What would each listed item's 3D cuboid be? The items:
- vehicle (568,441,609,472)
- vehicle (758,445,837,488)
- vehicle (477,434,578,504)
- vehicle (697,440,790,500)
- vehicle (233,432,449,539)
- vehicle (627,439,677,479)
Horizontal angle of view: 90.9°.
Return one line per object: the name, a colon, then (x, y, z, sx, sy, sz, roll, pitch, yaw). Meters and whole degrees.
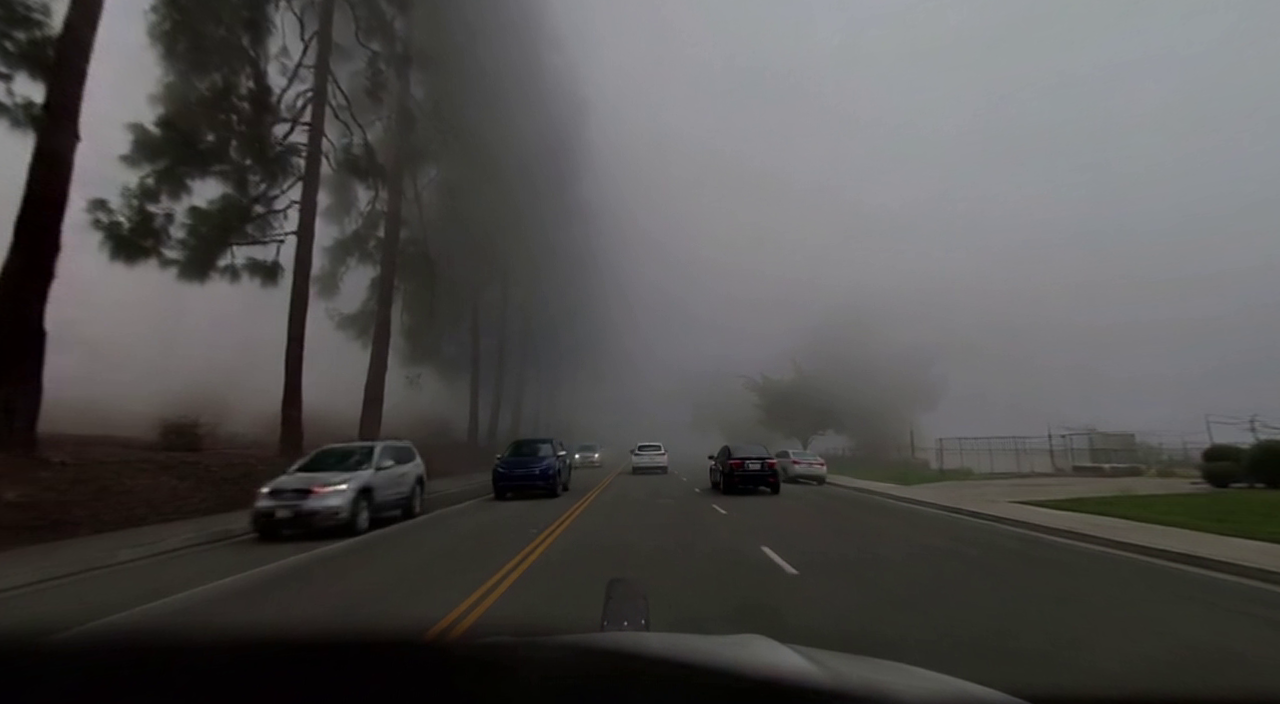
vehicle: (-3.104, 6.365, 38.610, 2.041, 1.788, 4.527, 0, -9, 1)
vehicle: (5.956, 4.364, 24.426, 1.885, 1.467, 4.546, 0, -9, 0)
vehicle: (-3.026, 3.254, 17.958, 2.065, 1.708, 4.311, 0, -9, 0)
vehicle: (2.873, 3.382, 18.443, 1.991, 1.536, 4.116, 0, -9, -1)
vehicle: (-5.748, 2.606, 13.023, 2.132, 1.769, 4.760, 0, -9, 0)
vehicle: (0.484, 4.813, 28.575, 2.105, 1.653, 3.887, 0, -9, 0)
